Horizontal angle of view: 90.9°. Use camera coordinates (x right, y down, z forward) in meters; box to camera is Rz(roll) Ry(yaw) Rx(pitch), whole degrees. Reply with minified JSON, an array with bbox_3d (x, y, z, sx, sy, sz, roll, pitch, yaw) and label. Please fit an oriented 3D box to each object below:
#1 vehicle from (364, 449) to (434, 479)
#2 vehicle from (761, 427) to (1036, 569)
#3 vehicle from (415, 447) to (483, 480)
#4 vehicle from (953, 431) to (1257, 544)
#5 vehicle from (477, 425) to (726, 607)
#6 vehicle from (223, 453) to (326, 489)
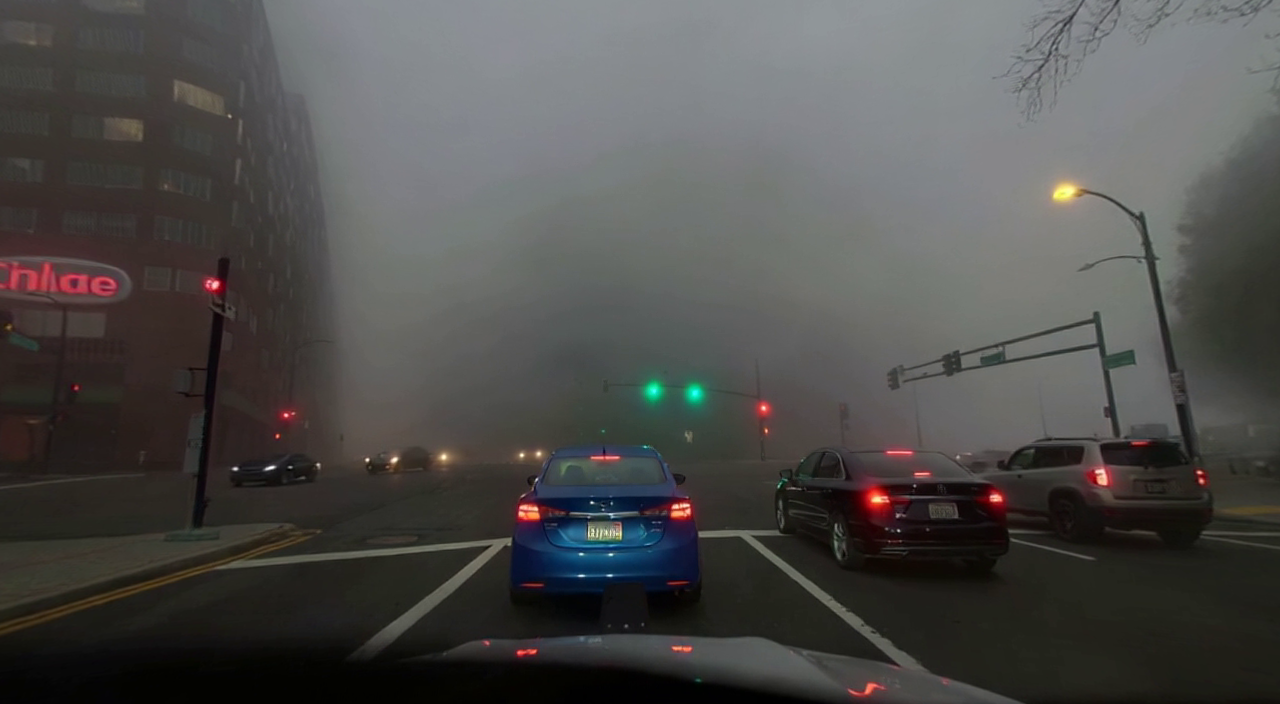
[{"bbox_3d":[-12.978,6.028,34.224,2.049,1.483,4.407,0,-8,0],"label":"vehicle"},{"bbox_3d":[3.216,1.888,8.967,2.042,1.508,4.109,0,-8,-2],"label":"vehicle"},{"bbox_3d":[-9.162,5.345,30.531,2.045,1.492,3.816,0,-8,0],"label":"vehicle"},{"bbox_3d":[7.446,2.165,10.783,1.908,1.517,4.182,0,-8,-1],"label":"vehicle"},{"bbox_3d":[-0.367,1.654,7.286,2.059,1.477,3.988,0,-8,-1],"label":"vehicle"},{"bbox_3d":[-16.523,5.369,28.796,2.048,1.463,4.530,0,-8,-1],"label":"vehicle"}]
